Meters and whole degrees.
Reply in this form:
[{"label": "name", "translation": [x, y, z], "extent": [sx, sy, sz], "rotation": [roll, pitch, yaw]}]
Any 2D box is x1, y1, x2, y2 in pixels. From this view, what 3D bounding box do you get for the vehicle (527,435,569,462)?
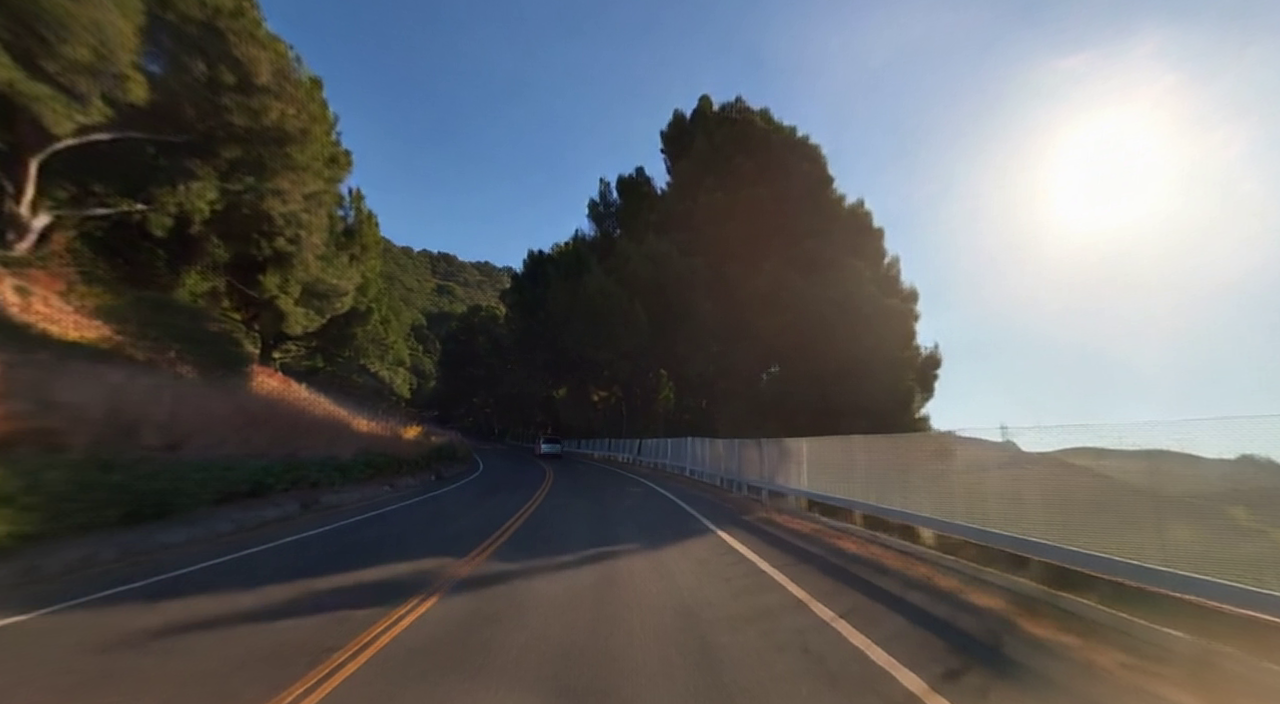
[{"label": "vehicle", "translation": [-7.316, 7.610, 49.841], "extent": [2.439, 1.912, 5.605], "rotation": [3, -9, -16]}]
